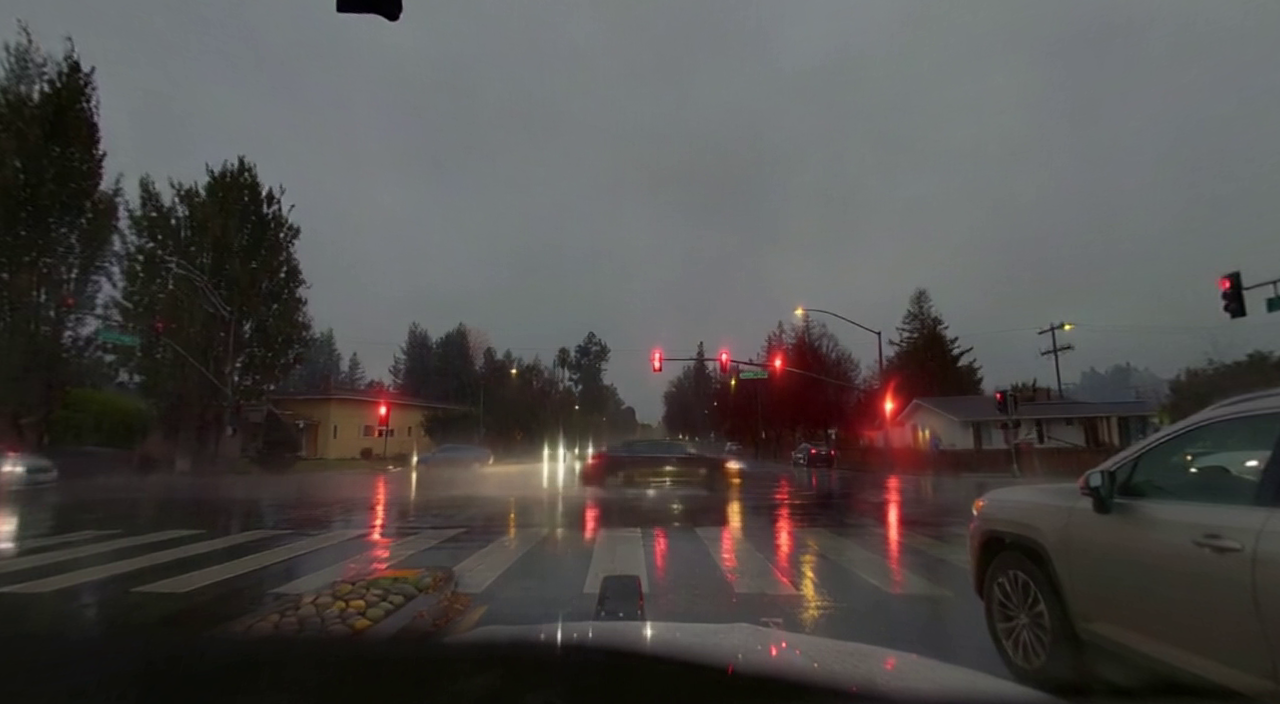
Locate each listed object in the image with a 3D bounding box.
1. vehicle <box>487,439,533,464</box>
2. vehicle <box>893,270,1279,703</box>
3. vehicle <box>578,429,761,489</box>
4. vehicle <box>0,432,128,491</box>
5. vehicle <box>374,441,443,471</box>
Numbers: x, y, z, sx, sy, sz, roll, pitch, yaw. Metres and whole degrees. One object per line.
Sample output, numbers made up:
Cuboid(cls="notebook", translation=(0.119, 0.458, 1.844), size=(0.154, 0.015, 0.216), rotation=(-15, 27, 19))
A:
Cuboid(cls="vehicle", translation=(-8.886, 6.870, 43.709), size=(2.028, 1.654, 5.027), rotation=(0, -9, 1))
Cuboid(cls="vehicle", translation=(2.730, 0.704, 1.725), size=(2.085, 1.800, 4.908), rotation=(0, -9, 1))
Cuboid(cls="vehicle", translation=(0.876, 3.310, 19.730), size=(5.403, 1.759, 2.040), rotation=(0, -9, 0))
Cuboid(cls="vehicle", translation=(-19.640, 3.454, 20.043), size=(4.860, 1.748, 2.160), rotation=(0, -9, 1))
Cuboid(cls="vehicle", translation=(-14.371, 6.481, 39.540), size=(2.065, 1.775, 4.667), rotation=(-1, -9, 7))
